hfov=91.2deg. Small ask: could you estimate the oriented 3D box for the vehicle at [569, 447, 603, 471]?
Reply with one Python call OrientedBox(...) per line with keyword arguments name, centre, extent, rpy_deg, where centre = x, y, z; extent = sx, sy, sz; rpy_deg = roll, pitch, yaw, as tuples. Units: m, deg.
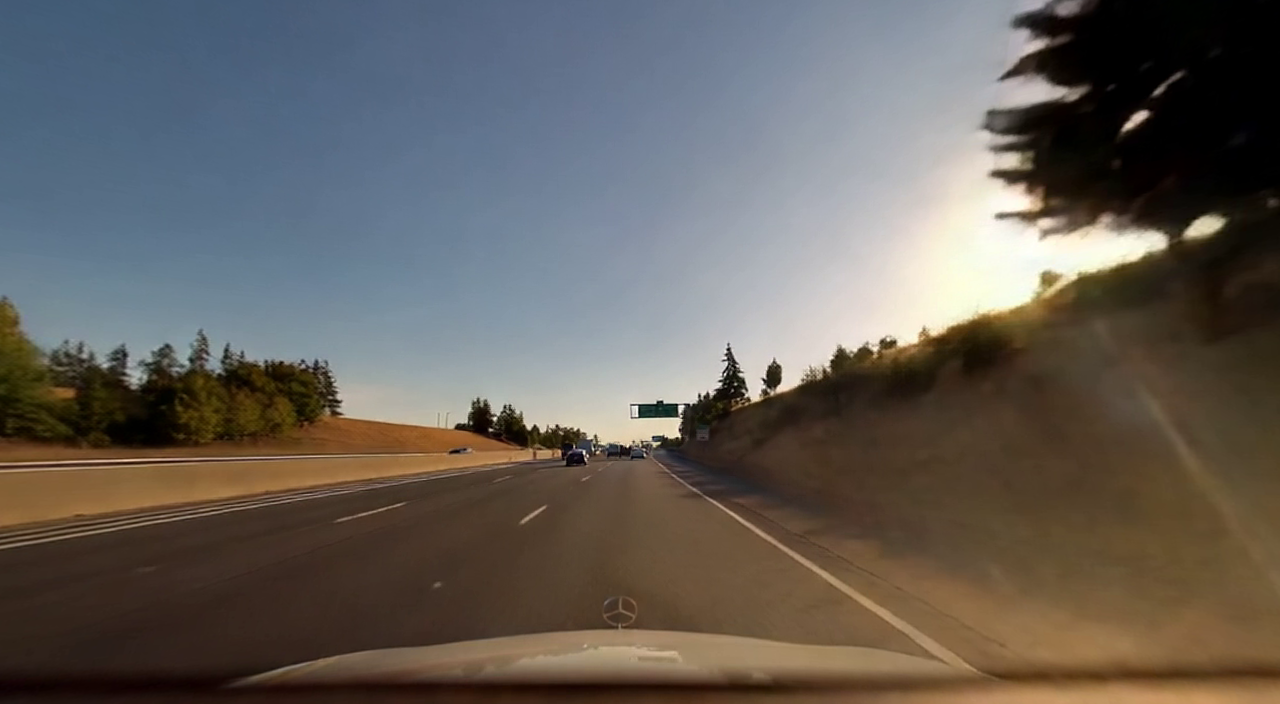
OrientedBox(name="vehicle", centre=(-3.503, 7.020, 41.316), extent=(1.895, 1.482, 3.852), rpy_deg=(0, -9, 0))
